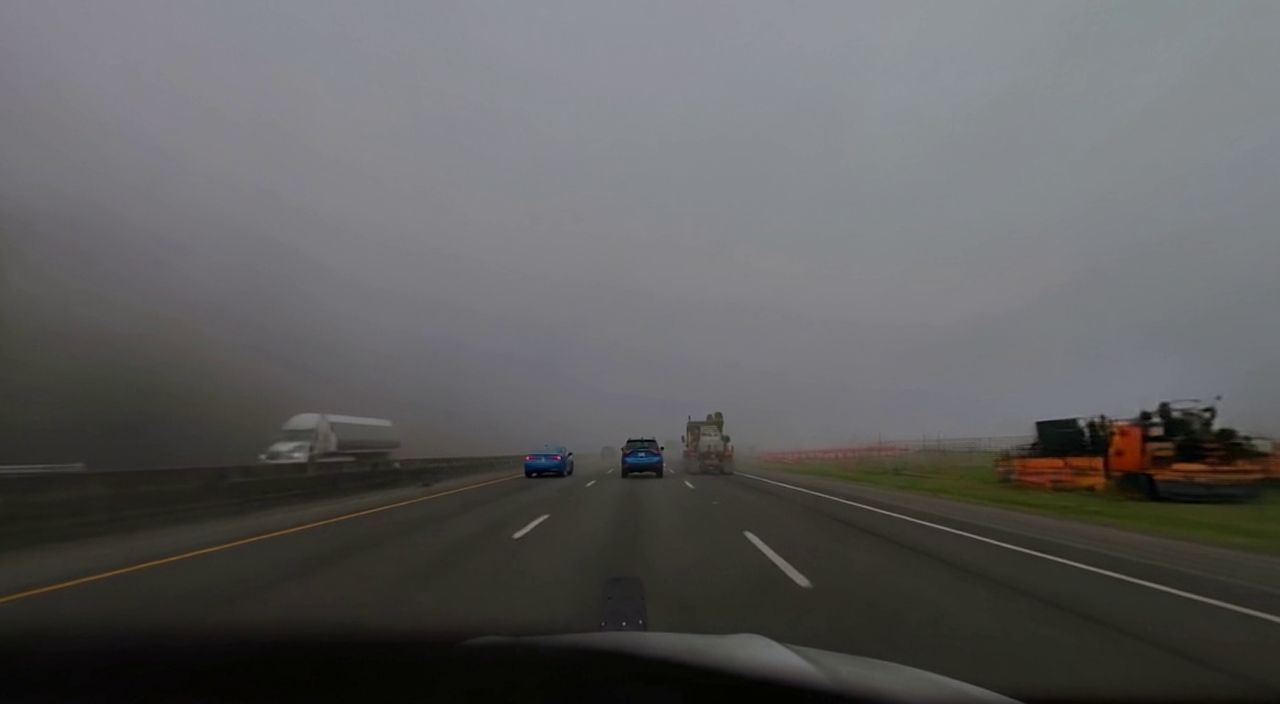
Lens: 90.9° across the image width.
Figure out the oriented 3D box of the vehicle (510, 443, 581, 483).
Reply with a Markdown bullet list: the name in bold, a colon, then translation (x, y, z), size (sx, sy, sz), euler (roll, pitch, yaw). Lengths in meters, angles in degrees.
- **vehicle**: translation (-3.740, 4.452, 25.732), size (2.096, 1.469, 4.319), euler (0, -8, 2)

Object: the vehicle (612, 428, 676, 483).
- **vehicle**: translation (0.165, 4.094, 25.206), size (2.308, 1.993, 4.631), euler (0, -8, 1)

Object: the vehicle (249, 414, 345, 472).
- **vehicle**: translation (-24.805, 6.649, 46.041), size (2.939, 3.843, 6.931), euler (0, -8, 0)

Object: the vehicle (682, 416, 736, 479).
- **vehicle**: translation (4.550, 6.561, 43.621), size (2.793, 3.828, 9.580), euler (0, -8, 1)
